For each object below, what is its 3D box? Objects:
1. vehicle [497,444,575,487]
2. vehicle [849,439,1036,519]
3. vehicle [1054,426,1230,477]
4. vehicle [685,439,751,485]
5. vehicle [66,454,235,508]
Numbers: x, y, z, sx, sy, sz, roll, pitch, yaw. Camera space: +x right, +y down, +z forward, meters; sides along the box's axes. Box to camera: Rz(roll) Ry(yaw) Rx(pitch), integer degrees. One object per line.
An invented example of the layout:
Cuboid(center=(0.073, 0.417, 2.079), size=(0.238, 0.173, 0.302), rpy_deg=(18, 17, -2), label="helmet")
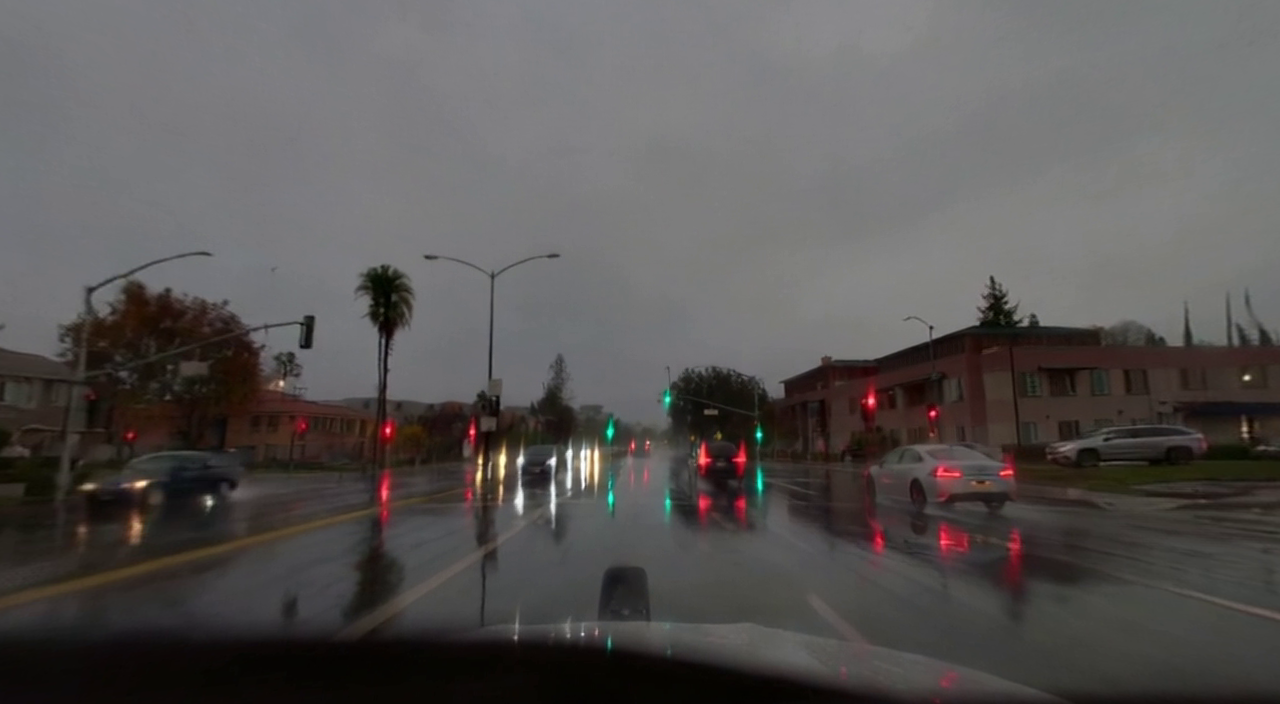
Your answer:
Cuboid(center=(-3.787, 4.193, 23.661), size=(2.037, 1.472, 4.152), rpy_deg=(0, -9, 2), label="vehicle")
Cuboid(center=(6.461, 2.736, 14.165), size=(1.890, 1.471, 4.566), rpy_deg=(0, -9, -1), label="vehicle")
Cuboid(center=(19.255, 3.809, 24.365), size=(4.999, 1.833, 2.114), rpy_deg=(0, -8, -2), label="vehicle")
Cuboid(center=(2.958, 4.290, 24.860), size=(2.009, 1.639, 4.267), rpy_deg=(0, -9, -1), label="vehicle")
Cuboid(center=(-15.636, 4.110, 20.531), size=(1.902, 1.466, 4.463), rpy_deg=(0, -9, 0), label="vehicle")
